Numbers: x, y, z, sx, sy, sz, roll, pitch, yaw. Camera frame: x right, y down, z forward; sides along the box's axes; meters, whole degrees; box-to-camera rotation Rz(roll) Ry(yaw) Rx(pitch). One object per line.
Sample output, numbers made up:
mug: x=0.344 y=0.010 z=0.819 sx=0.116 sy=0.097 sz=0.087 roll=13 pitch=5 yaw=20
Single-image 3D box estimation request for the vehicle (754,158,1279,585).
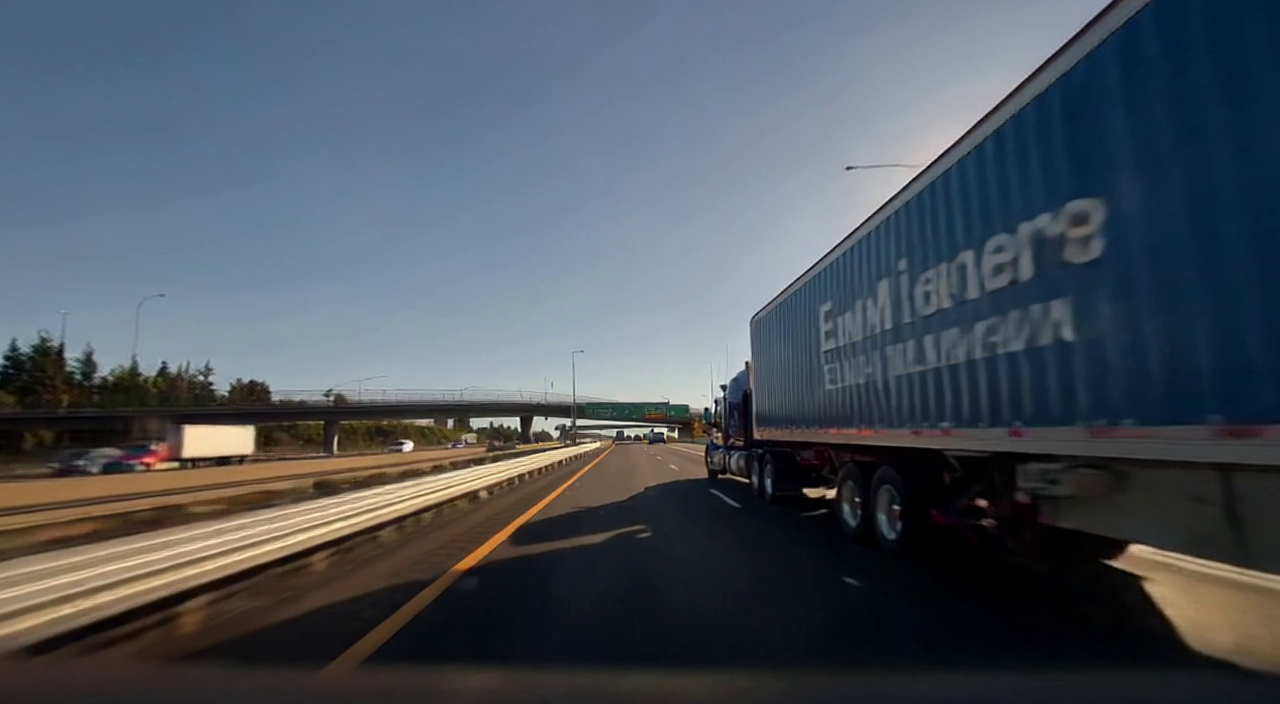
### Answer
vehicle: x=4.109 y=0.645 z=9.832 sx=2.888 sy=3.866 sz=8.380 roll=0 pitch=-8 yaw=-1
